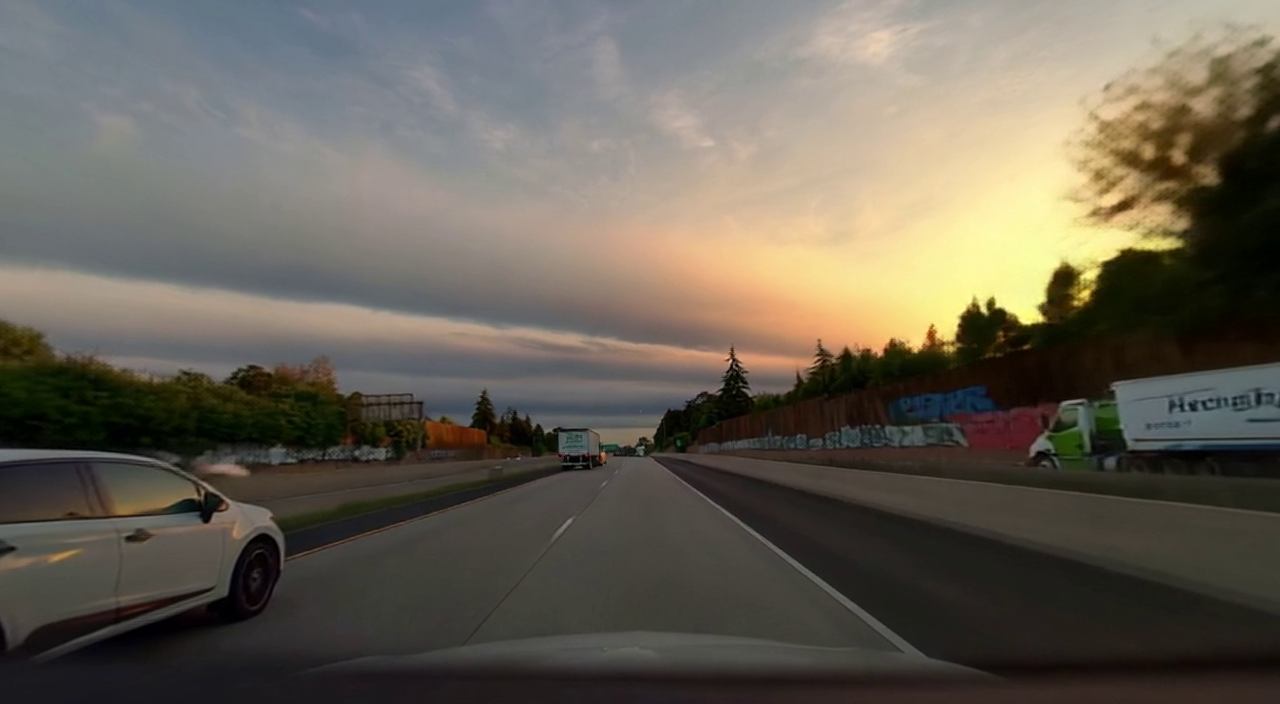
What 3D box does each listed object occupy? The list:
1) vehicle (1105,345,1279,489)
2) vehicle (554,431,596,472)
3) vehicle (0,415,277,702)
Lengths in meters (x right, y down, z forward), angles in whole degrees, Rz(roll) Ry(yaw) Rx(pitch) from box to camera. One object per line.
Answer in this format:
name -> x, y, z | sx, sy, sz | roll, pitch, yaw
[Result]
vehicle -> 20.007, 1.699, 17.151 | 2.782, 4.082, 12.925 | 1, -9, -12
vehicle -> -4.255, 6.645, 42.232 | 2.305, 2.517, 5.486 | 0, -9, 0
vehicle -> -4.348, 1.107, 3.450 | 2.024, 1.476, 4.466 | -1, -9, 1
